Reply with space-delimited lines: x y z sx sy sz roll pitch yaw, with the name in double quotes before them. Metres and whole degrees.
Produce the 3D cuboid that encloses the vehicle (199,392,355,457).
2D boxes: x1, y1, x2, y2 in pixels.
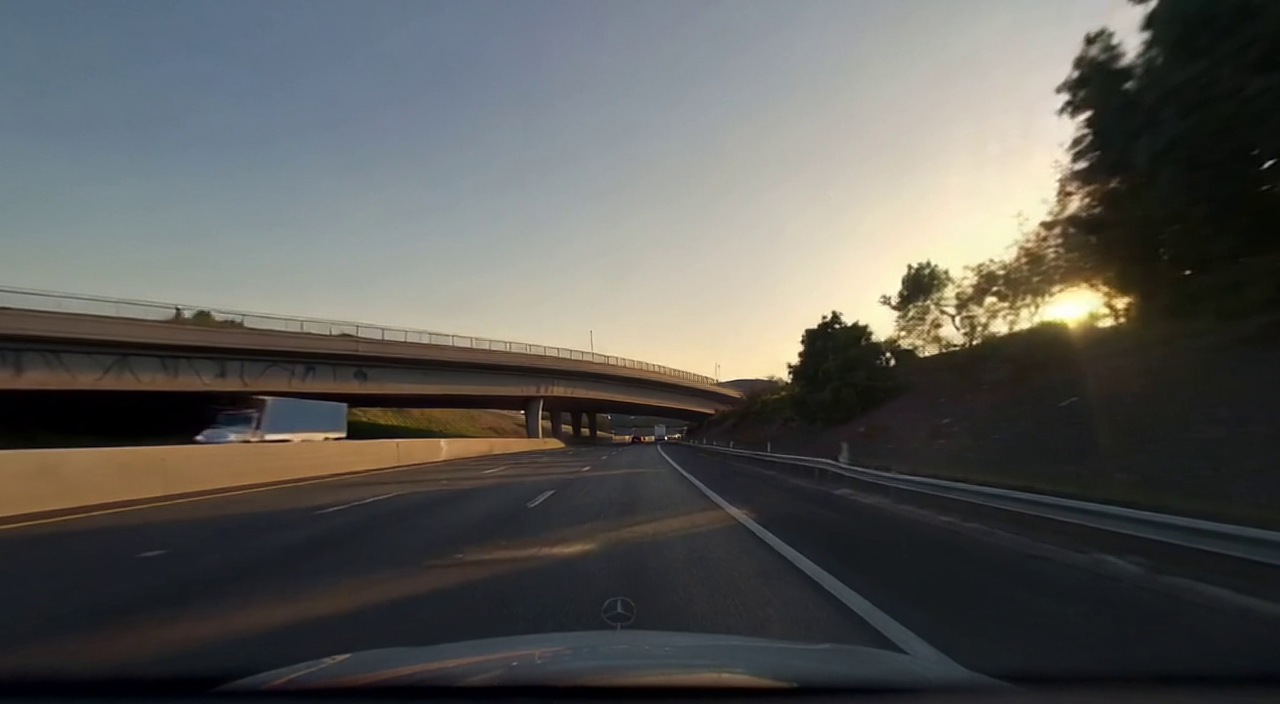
"vehicle" -26.208 5.535 46.914 3.276 4.074 14.024 0 -8 0
